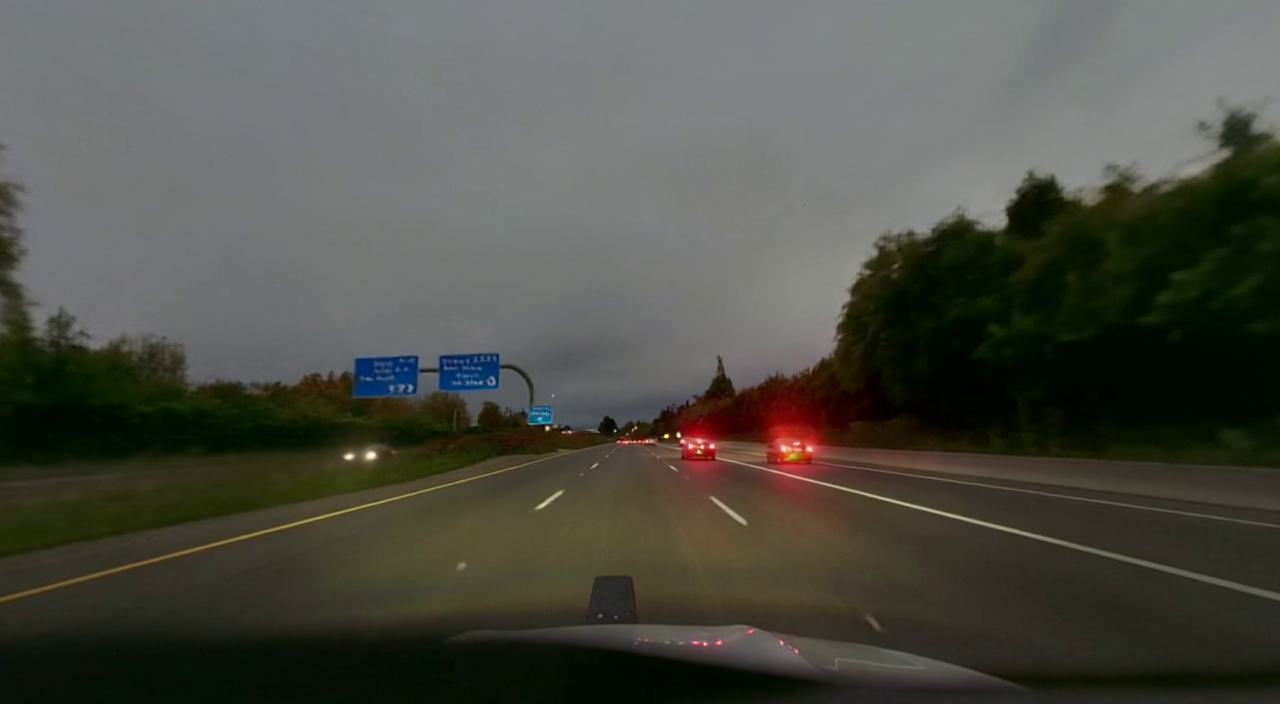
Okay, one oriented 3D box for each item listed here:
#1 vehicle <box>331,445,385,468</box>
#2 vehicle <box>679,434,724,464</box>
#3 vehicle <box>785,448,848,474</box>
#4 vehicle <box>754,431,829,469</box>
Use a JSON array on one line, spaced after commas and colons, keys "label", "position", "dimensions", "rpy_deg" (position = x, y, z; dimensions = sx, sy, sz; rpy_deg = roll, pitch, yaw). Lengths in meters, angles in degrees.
[{"label": "vehicle", "position": [-19.339, 7.179, 43.386], "dimensions": [1.727, 1.419, 4.340], "rpy_deg": [0, -8, 0]}, {"label": "vehicle", "position": [3.147, 5.029, 32.906], "dimensions": [1.819, 1.468, 3.770], "rpy_deg": [0, -8, -2]}, {"label": "vehicle", "position": [6.772, 4.187, 24.419], "dimensions": [1.535, 0.862, 2.814], "rpy_deg": [0, -8, -2]}, {"label": "vehicle", "position": [6.648, 4.338, 28.263], "dimensions": [2.003, 1.522, 4.940], "rpy_deg": [0, -8, -1]}]
